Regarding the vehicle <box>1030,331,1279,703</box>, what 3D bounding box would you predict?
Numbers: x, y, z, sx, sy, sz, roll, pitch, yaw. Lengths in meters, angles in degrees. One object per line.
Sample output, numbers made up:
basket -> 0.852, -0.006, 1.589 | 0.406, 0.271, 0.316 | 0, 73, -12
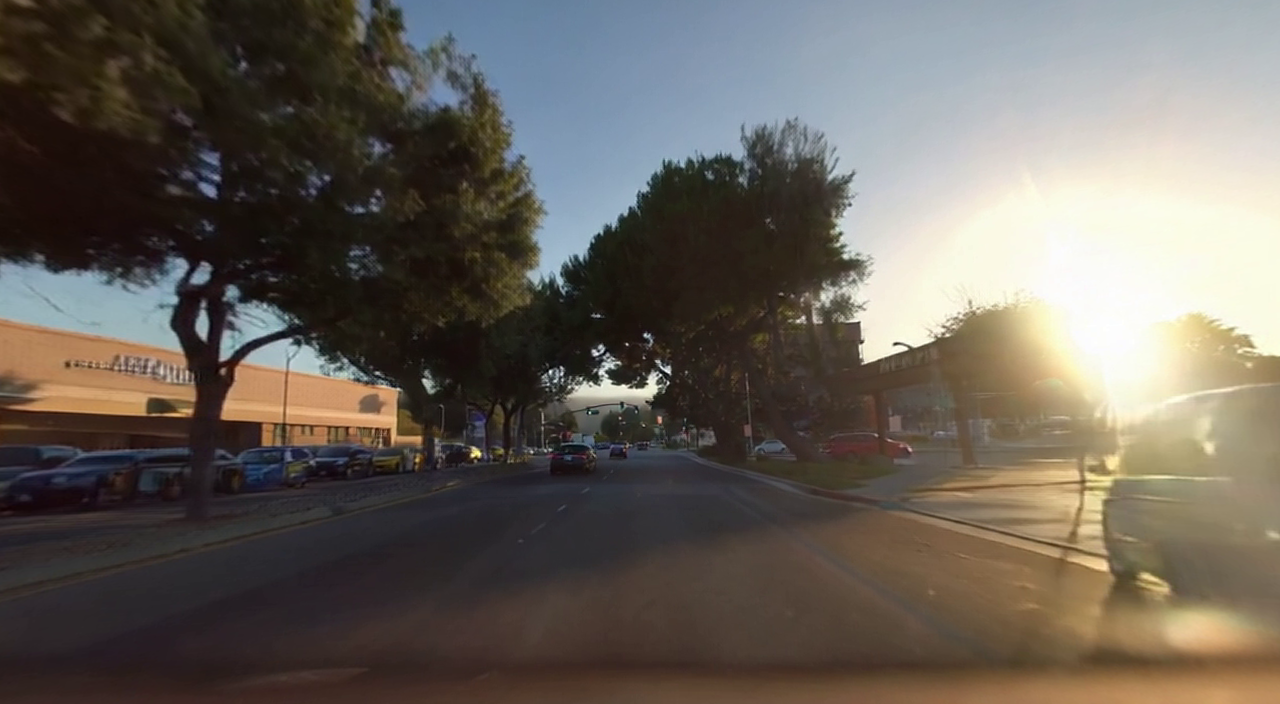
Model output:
vehicle -> 4.302, 1.036, 4.172 | 2.293, 1.779, 4.457 | -4, -9, 25

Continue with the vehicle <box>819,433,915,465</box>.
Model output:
vehicle -> 11.108, 4.765, 30.959 | 3.935, 1.518, 1.985 | 0, -8, -2

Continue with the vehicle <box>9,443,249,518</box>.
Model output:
vehicle -> -11.717, 2.929, 14.915 | 1.959, 1.488, 4.390 | 0, -8, 1

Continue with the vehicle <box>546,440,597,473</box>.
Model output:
vehicle -> -3.293, 5.091, 30.891 | 1.966, 1.481, 4.385 | 0, -8, 1

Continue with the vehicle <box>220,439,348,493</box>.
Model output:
vehicle -> -11.866, 3.812, 21.319 | 1.852, 1.621, 4.166 | 0, -8, 1

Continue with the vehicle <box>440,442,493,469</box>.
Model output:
vehicle -> -11.717, 7.009, 42.757 | 2.024, 1.656, 4.837 | -1, -8, 2

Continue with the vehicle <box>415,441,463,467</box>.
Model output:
vehicle -> -14.968, 7.600, 47.122 | 1.936, 1.813, 4.921 | -1, -8, 0

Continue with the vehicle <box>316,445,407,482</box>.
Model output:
vehicle -> -12.045, 4.812, 27.537 | 1.948, 1.453, 4.431 | 0, -8, 0
